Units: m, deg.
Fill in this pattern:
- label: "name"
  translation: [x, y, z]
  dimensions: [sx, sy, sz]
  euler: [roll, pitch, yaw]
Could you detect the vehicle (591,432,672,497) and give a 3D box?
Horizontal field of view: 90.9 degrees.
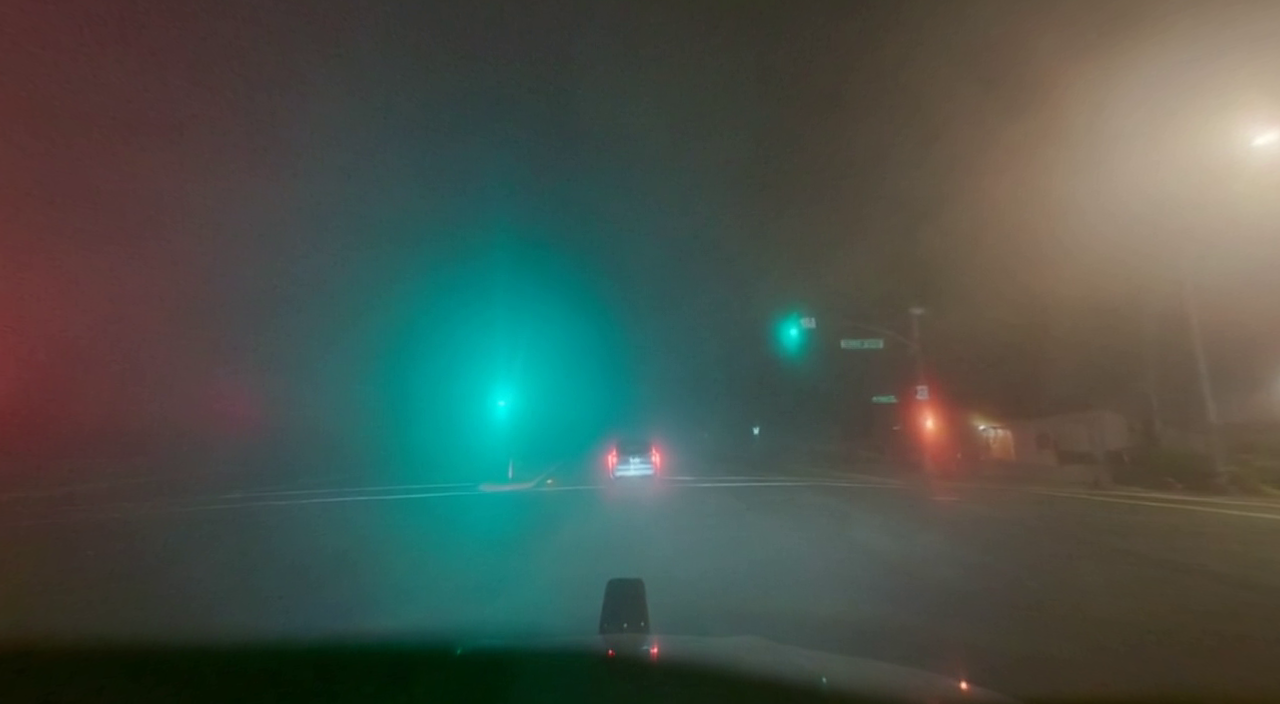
- label: "vehicle"
  translation: [-0.254, 3.371, 19.293]
  dimensions: [2.192, 1.734, 4.176]
  euler: [0, -9, 0]
